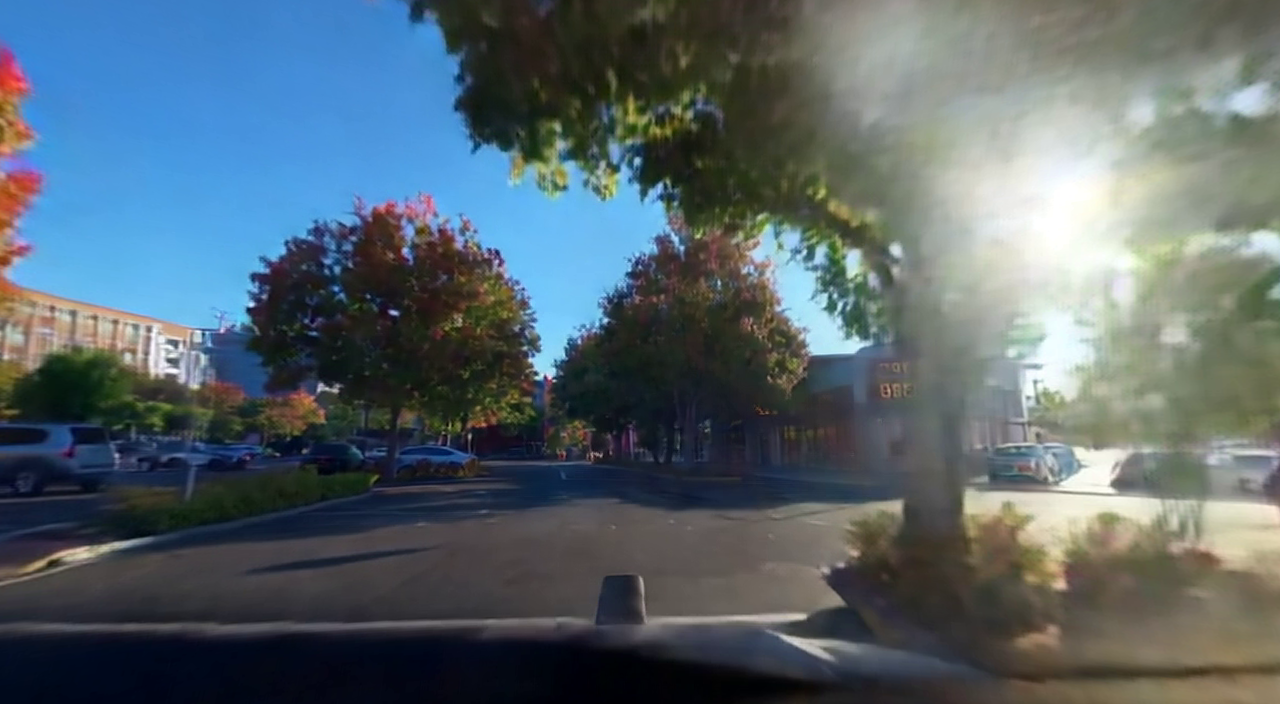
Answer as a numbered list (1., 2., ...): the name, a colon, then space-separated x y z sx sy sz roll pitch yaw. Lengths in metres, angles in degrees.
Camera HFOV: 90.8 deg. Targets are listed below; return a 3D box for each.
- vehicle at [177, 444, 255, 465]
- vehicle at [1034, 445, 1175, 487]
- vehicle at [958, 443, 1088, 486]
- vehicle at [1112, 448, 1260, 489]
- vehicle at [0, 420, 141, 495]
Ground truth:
1. vehicle: -30.299 7.307 45.286 4.431 1.449 1.808 5 -10 -32
2. vehicle: 18.340 4.499 25.309 1.804 1.502 4.815 0 -8 -3
3. vehicle: 15.087 4.440 25.324 2.140 1.507 4.856 0 -9 -1
4. vehicle: 21.322 4.532 24.955 1.861 1.460 4.329 0 -8 -2
5. vehicle: -15.769 2.667 16.088 4.457 1.794 1.974 5 -10 -32
